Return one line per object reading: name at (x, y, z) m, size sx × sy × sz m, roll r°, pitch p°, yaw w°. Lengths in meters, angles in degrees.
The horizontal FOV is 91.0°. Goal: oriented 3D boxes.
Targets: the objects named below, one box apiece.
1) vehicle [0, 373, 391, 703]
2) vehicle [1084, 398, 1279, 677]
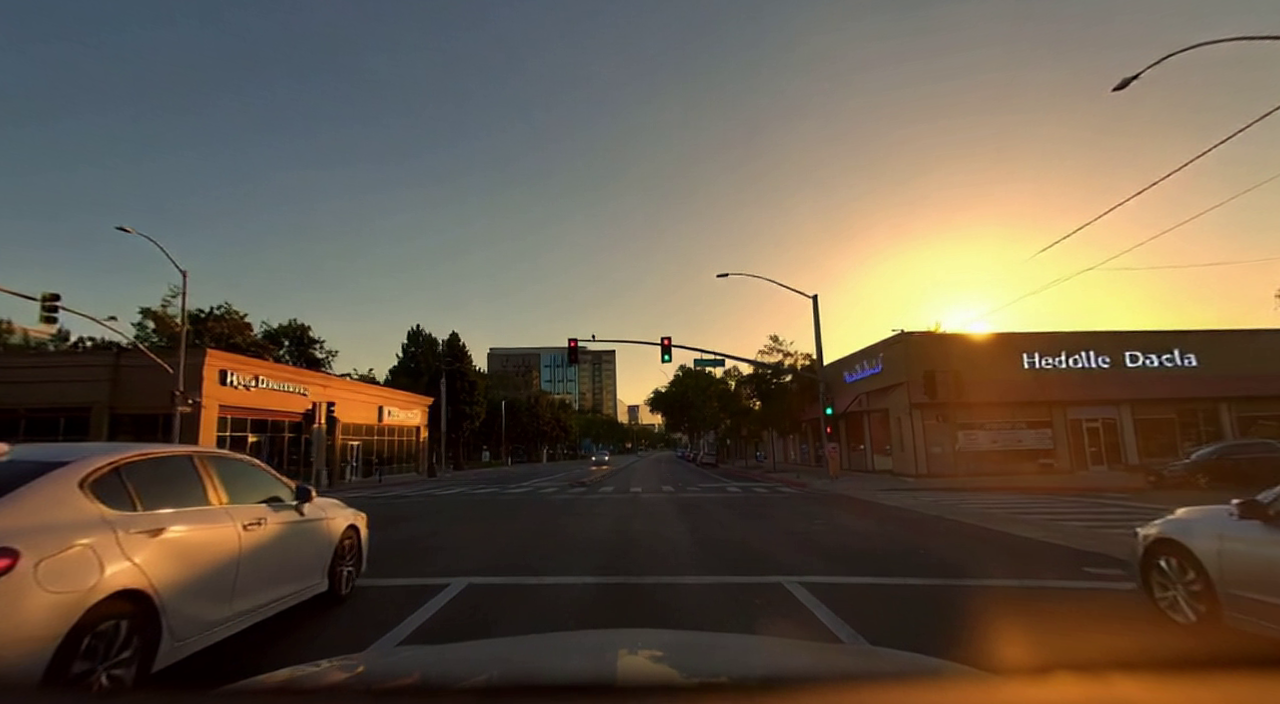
vehicle at (-3.491, 1.139, 4.059) m, size 1.947 × 1.627 × 4.248 m, roll 0°, pitch -9°, yaw 1°
vehicle at (4.850, 1.015, 3.112) m, size 2.039 × 1.655 × 4.495 m, roll 0°, pitch -9°, yaw 1°
